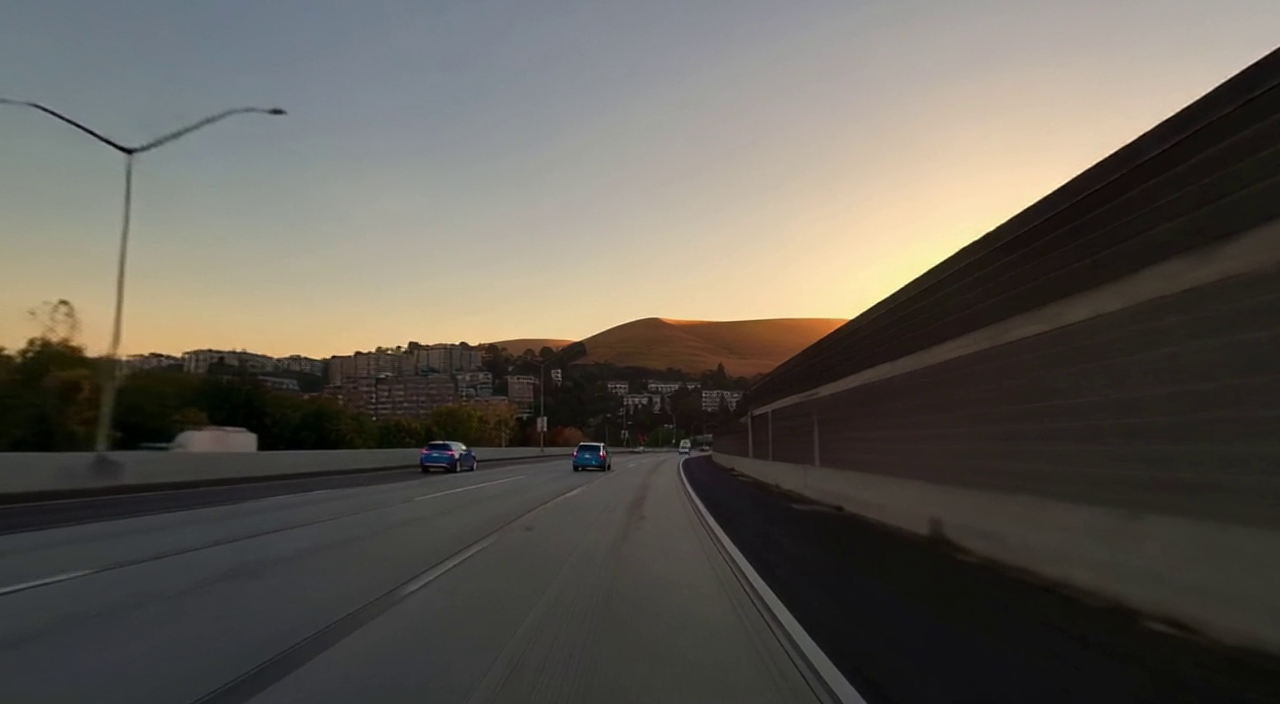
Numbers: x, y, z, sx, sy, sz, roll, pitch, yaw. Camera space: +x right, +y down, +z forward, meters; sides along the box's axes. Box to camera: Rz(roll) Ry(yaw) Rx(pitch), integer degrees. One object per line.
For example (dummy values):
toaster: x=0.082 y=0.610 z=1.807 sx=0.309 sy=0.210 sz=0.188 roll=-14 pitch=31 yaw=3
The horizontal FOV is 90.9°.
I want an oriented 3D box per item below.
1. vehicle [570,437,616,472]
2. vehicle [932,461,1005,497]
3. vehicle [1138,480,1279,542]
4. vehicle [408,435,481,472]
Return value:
vehicle: x=-2.540 y=5.670 z=35.095 sx=2.028 sy=1.782 sz=4.150 roll=-1 pitch=-8 yaw=4
vehicle: x=25.762 y=9.939 z=49.857 sx=2.775 sy=2.408 sz=6.139 roll=-1 pitch=-8 yaw=4
vehicle: x=19.381 y=5.227 z=21.195 sx=1.786 sy=1.559 sz=4.496 roll=-1 pitch=-8 yaw=4
vehicle: x=-9.902 y=5.161 z=32.364 sx=2.039 sy=1.746 sz=4.528 roll=-1 pitch=-8 yaw=4
